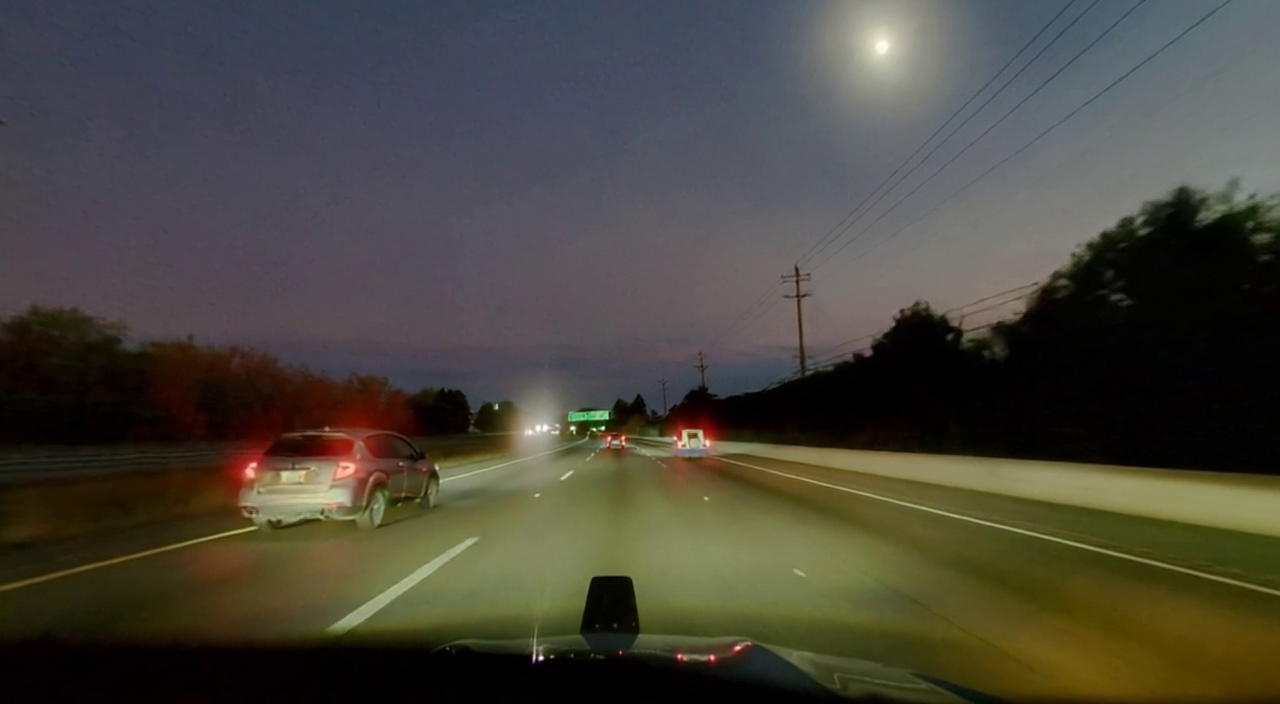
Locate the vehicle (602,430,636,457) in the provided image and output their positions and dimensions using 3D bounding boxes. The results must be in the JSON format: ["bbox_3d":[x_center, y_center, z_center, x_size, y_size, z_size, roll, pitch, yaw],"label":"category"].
[{"bbox_3d":[-1.392,6.061,41.886,2.159,1.690,3.720,0,-7,-3],"label":"vehicle"}]

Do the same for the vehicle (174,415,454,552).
[{"bbox_3d":[-4.441,1.811,9.502,2.100,1.590,4.077,0,-7,-1],"label":"vehicle"}]

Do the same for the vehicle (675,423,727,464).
[{"bbox_3d":[2.940,4.485,30.988,1.976,1.905,3.263,0,-7,-4],"label":"vehicle"}]
